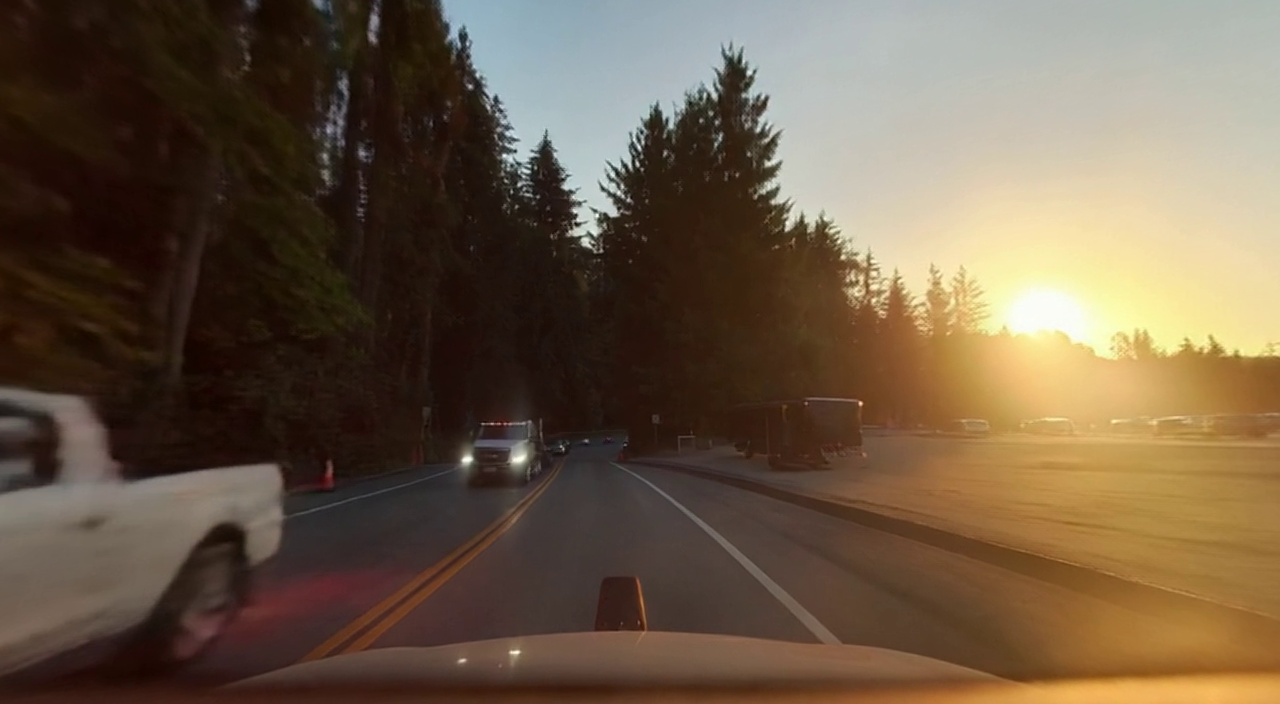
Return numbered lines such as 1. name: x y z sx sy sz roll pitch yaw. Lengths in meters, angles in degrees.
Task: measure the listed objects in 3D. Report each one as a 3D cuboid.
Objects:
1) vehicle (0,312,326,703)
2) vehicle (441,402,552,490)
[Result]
1. vehicle: -3.395 0.802 2.597 2.057 1.792 4.457 0 -8 -3
2. vehicle: -4.821 3.398 22.969 2.939 2.556 8.664 1 -8 -6
